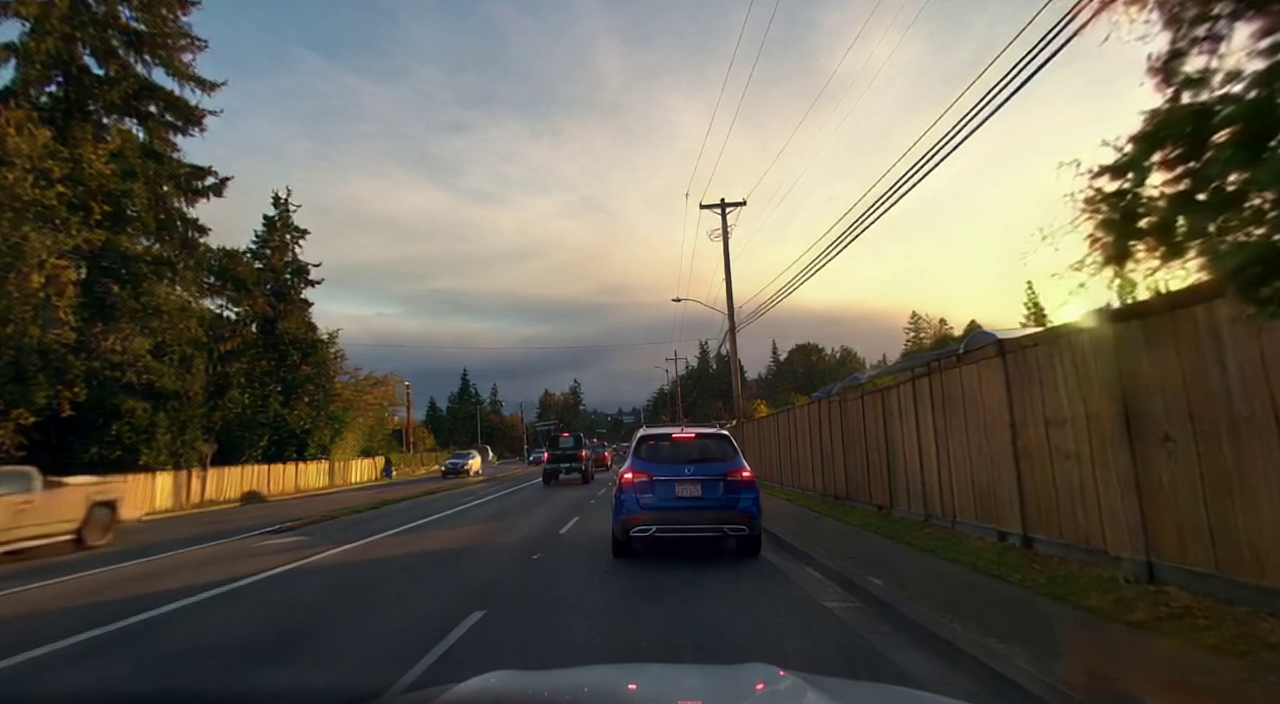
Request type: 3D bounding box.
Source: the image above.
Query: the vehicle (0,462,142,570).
[{"bbox_3d":[-11.421,2.855,11.203,1.893,1.662,3.966,0,-9,-1],"label":"vehicle"}]

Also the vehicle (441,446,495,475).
[{"bbox_3d":[-11.741,7.406,43.366,2.187,1.863,5.152,0,-9,1],"label":"vehicle"}]

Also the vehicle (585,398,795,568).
[{"bbox_3d":[0.487,1.671,8.686,2.174,1.749,4.113,0,-9,-1],"label":"vehicle"}]

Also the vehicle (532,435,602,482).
[{"bbox_3d":[-2.707,4.069,24.301,2.037,1.639,4.213,0,-9,2],"label":"vehicle"}]
